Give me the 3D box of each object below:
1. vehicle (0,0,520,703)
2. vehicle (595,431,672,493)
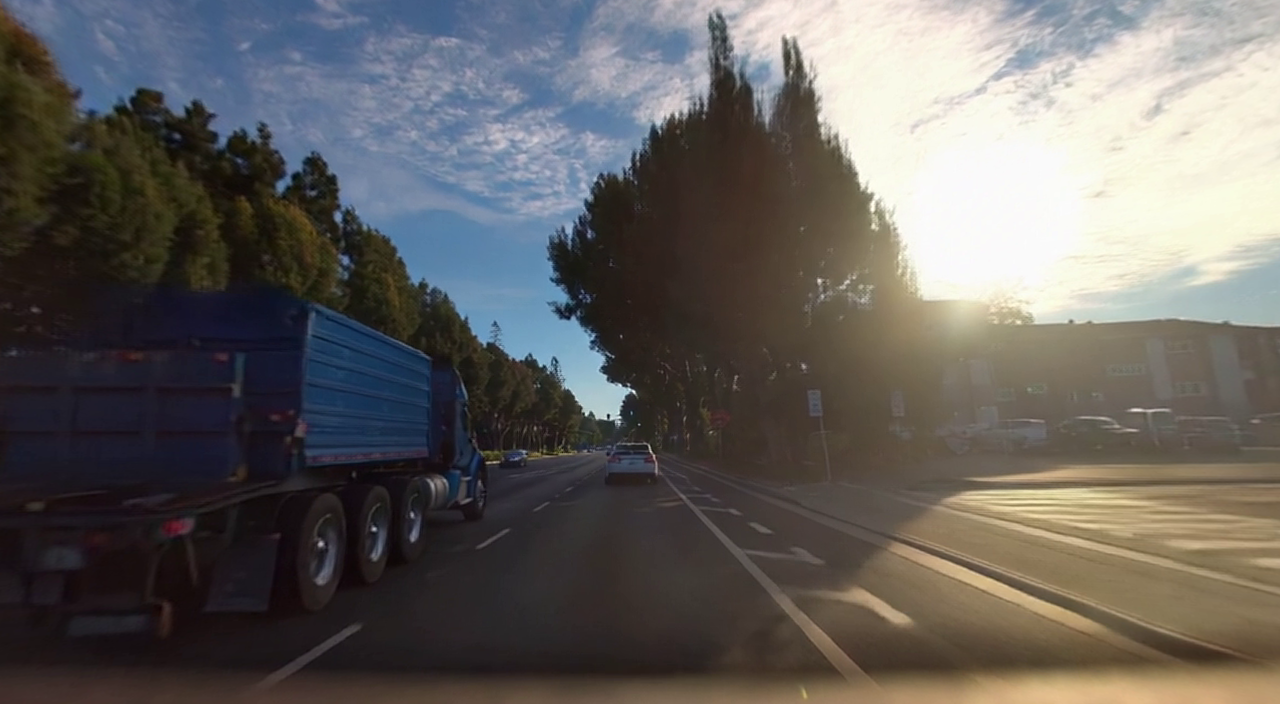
[{"bbox_3d":[-3.894,0.417,7.389,2.996,3.902,10.410,0,-8,-1],"label":"vehicle"},{"bbox_3d":[-0.222,3.303,19.323,2.094,1.682,3.866,0,-8,-1],"label":"vehicle"}]
